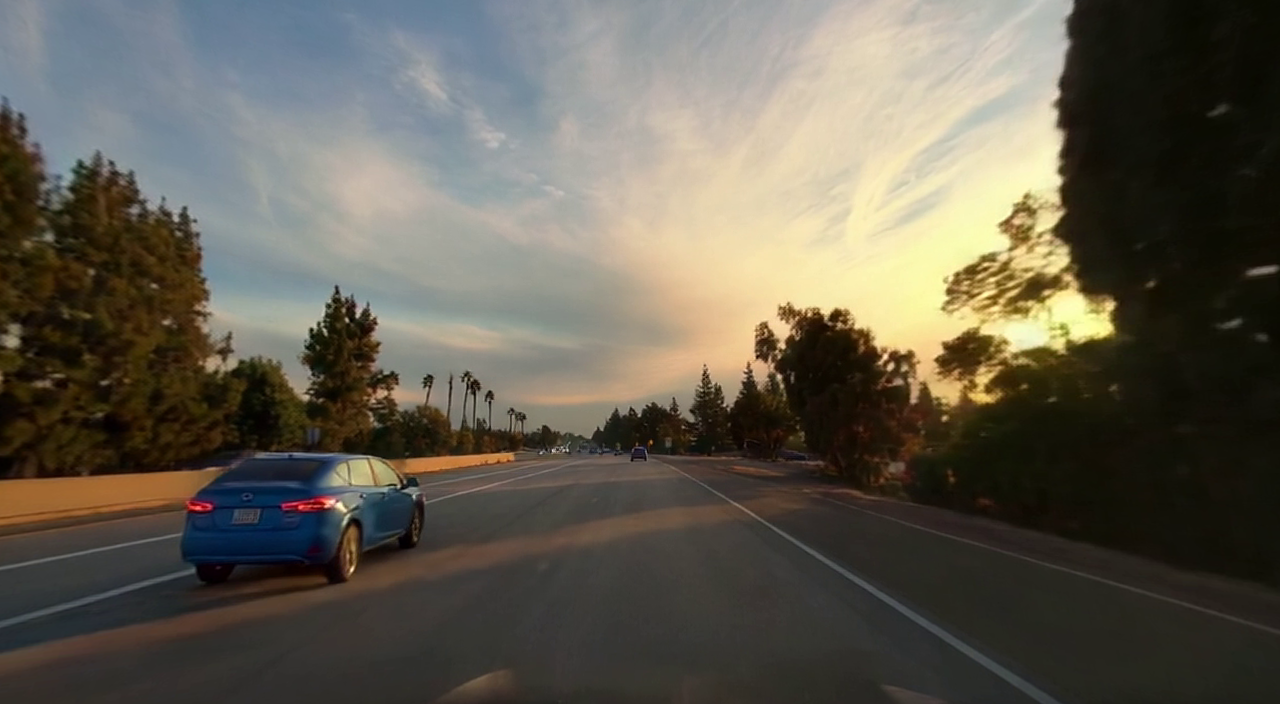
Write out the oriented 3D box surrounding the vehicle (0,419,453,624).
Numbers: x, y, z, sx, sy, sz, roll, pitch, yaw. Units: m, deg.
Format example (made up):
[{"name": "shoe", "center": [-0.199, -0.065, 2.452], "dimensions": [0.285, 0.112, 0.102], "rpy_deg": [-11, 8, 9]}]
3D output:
[{"name": "vehicle", "center": [-3.974, 1.656, 7.282], "dimensions": [2.092, 1.562, 4.748], "rpy_deg": [0, -8, 1]}]
